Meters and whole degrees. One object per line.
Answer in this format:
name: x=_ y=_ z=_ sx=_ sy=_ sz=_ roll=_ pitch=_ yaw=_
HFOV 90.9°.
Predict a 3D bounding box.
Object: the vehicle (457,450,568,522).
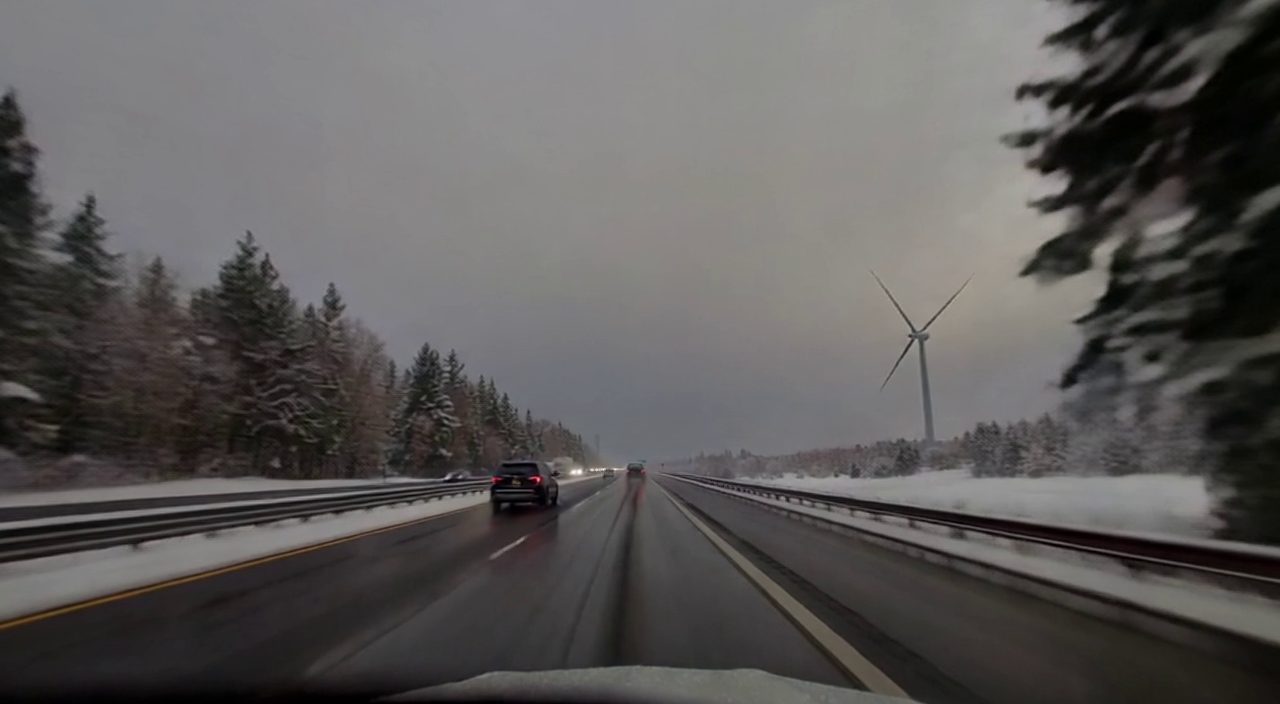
vehicle: x=-3.404 y=3.711 z=17.775 sx=2.124 sy=1.705 sz=4.440 roll=1 pitch=-11 yaw=1
